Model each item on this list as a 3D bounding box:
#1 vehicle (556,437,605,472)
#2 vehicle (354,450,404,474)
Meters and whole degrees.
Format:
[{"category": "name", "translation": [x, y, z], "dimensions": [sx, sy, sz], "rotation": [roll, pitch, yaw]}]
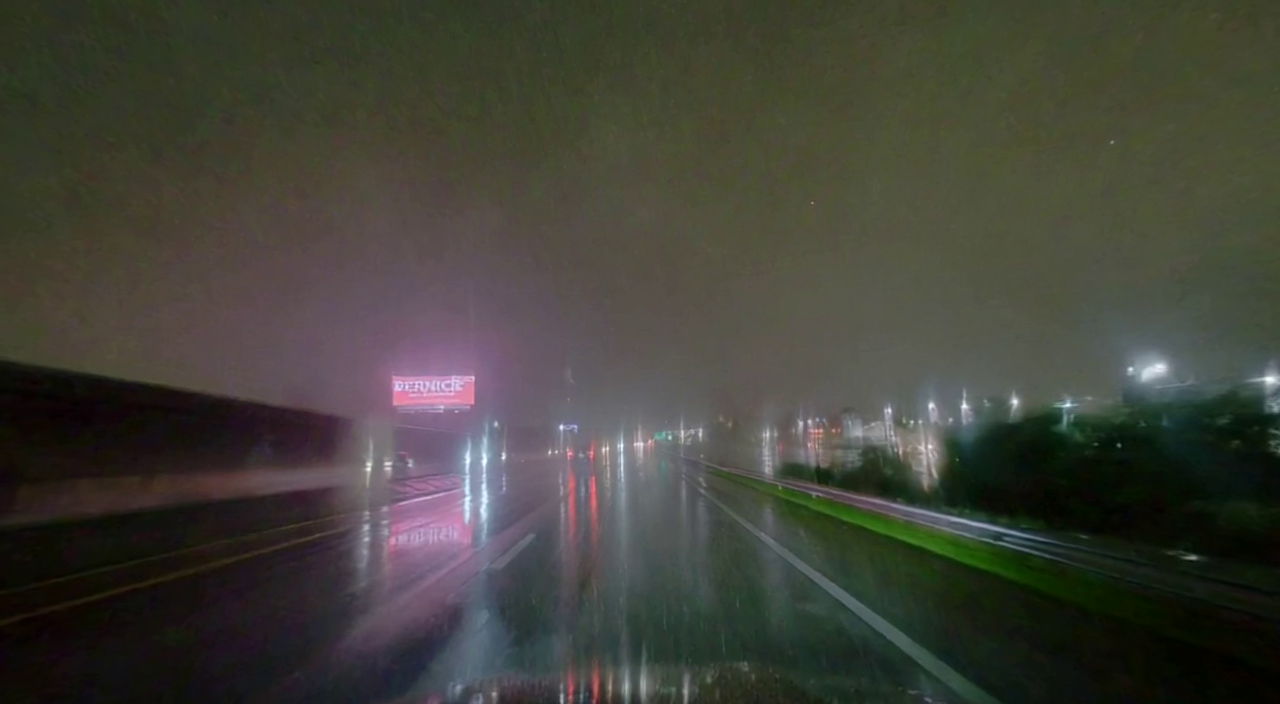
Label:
[{"category": "vehicle", "translation": [-3.272, 5.771, 35.688], "dimensions": [2.159, 1.793, 5.027], "rotation": [-1, -8, 1]}, {"category": "vehicle", "translation": [-17.158, 7.205, 41.665], "dimensions": [1.722, 1.461, 3.636], "rotation": [-1, -8, 1]}]
